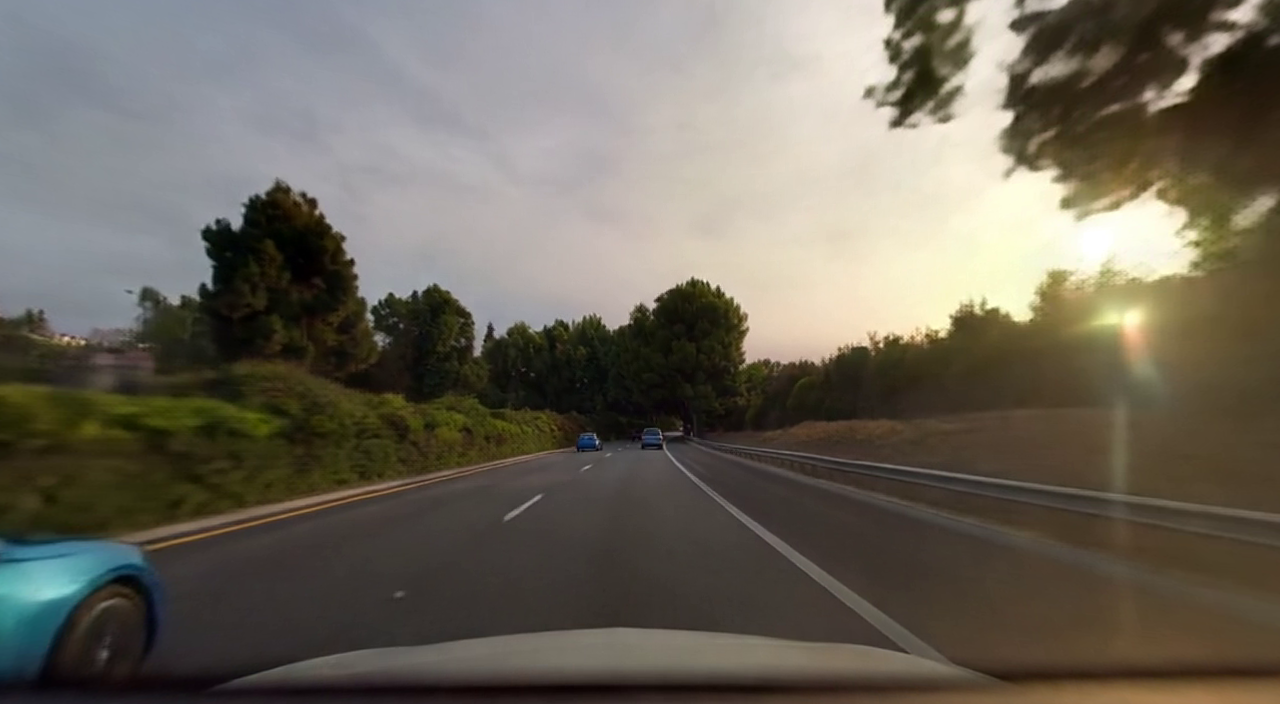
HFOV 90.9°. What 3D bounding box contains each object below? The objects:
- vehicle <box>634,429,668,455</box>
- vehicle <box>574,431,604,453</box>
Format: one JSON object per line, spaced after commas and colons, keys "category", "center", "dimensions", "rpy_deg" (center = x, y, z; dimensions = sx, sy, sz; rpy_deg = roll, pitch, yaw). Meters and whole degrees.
{"category": "vehicle", "center": [0.667, 5.817, 40.884], "dimensions": [2.041, 1.618, 3.898], "rpy_deg": [0, -8, 0]}
{"category": "vehicle", "center": [-3.770, 6.759, 47.374], "dimensions": [1.950, 1.518, 3.941], "rpy_deg": [0, -8, 0]}
